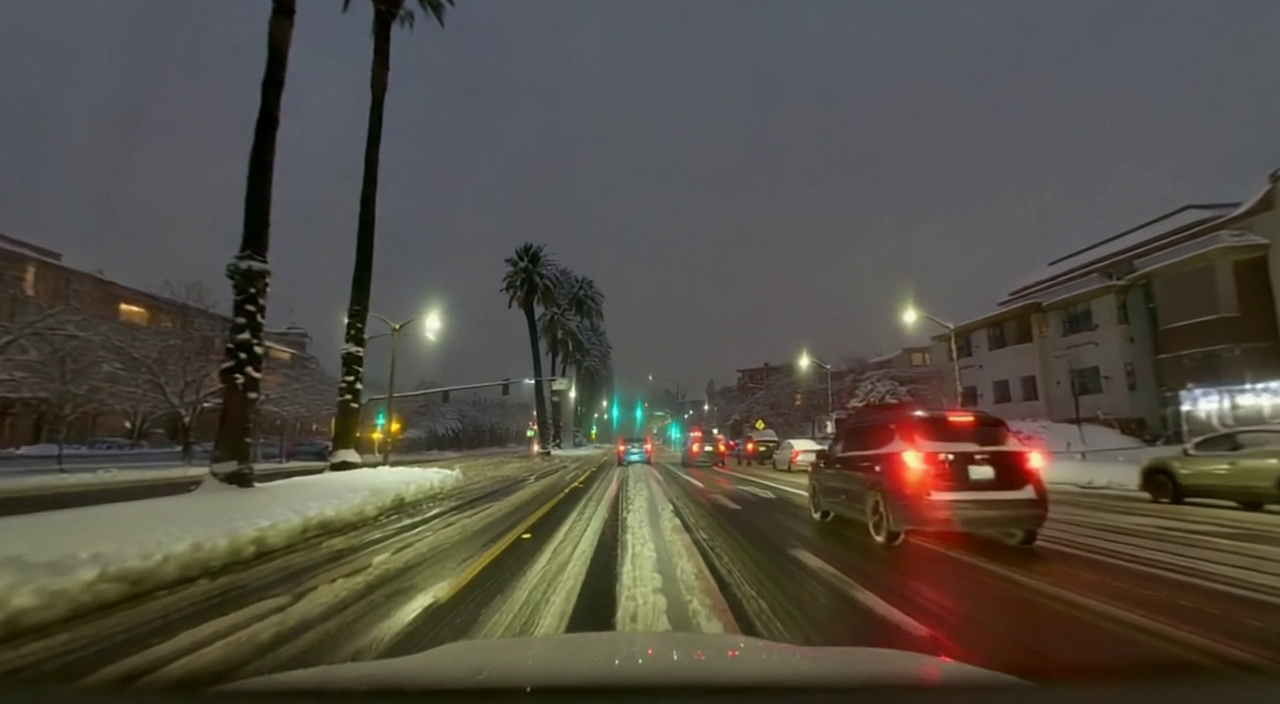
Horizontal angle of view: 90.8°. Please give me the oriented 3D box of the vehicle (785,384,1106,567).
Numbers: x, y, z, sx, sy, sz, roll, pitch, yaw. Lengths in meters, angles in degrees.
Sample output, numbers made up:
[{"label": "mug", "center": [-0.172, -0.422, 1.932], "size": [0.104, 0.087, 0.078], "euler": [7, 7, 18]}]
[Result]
[{"label": "vehicle", "center": [3.764, 1.640, 9.060], "size": [2.104, 1.910, 4.693], "euler": [0, -9, -2]}]

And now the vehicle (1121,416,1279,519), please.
[{"label": "vehicle", "center": [12.291, 2.169, 12.055], "size": [2.059, 1.808, 5.098], "euler": [0, -9, -1]}]

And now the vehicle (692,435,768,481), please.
[{"label": "vehicle", "center": [3.221, 3.903, 23.512], "size": [2.010, 1.509, 4.377], "euler": [0, -9, -2]}]

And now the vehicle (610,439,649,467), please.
[{"label": "vehicle", "center": [-0.621, 5.743, 36.079], "size": [2.115, 1.464, 4.205], "euler": [0, -9, -2]}]
